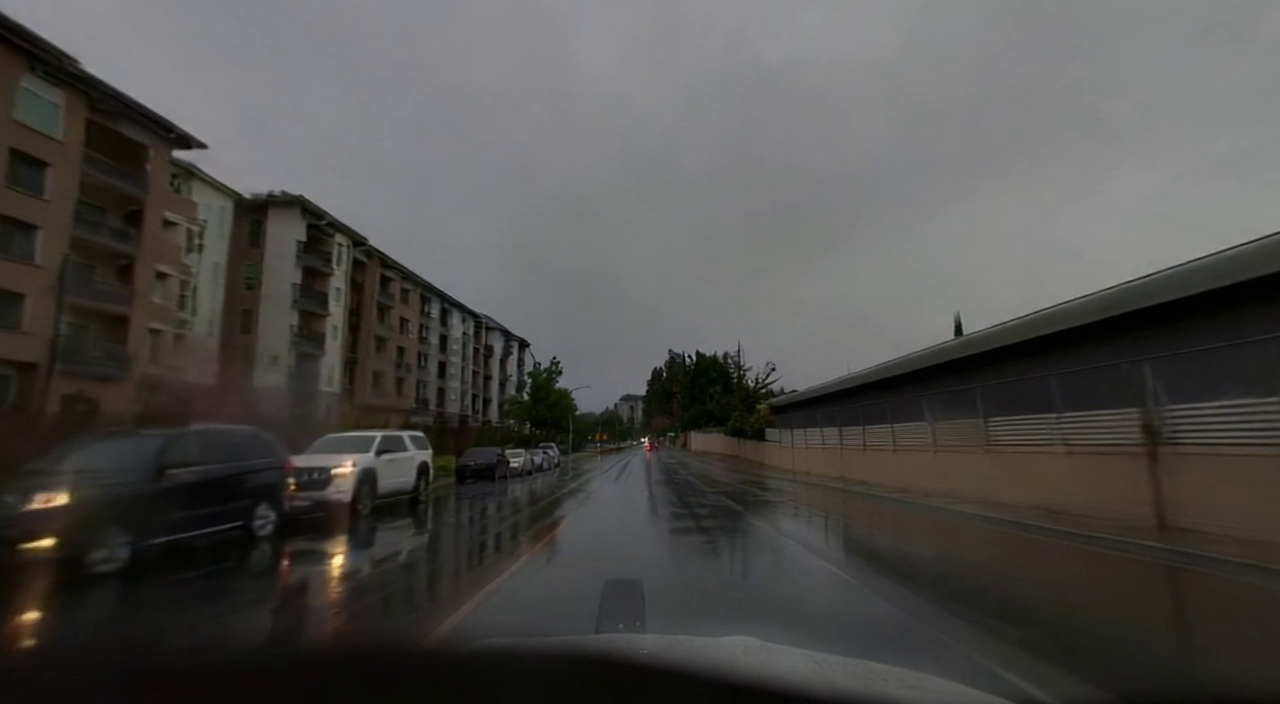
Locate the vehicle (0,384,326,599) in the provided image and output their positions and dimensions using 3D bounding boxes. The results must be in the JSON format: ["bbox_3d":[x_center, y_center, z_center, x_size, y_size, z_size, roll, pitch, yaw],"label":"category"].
[{"bbox_3d":[-6.589,1.626,8.402,2.192,1.965,4.917,2,-8,1],"label":"vehicle"}]

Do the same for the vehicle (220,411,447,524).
[{"bbox_3d":[-6.469,2.534,14.420,2.331,1.962,5.633,2,-8,0],"label":"vehicle"}]

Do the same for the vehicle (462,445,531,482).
[{"bbox_3d":[-6.368,4.977,28.565,1.914,1.417,4.750,2,-8,1],"label":"vehicle"}]
